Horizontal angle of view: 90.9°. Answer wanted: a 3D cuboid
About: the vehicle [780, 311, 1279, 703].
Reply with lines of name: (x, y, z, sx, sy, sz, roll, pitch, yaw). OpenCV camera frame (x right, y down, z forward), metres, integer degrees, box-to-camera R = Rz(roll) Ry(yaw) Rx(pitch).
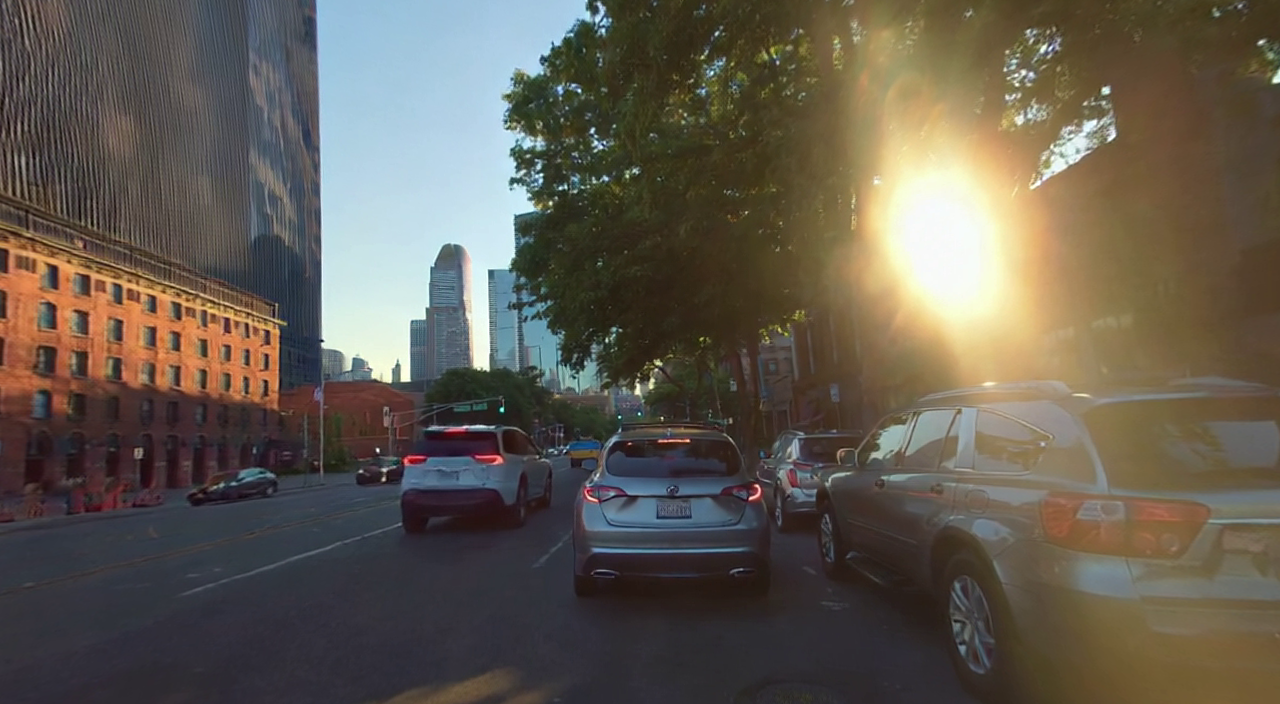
vehicle: (2.745, 1.109, 4.904, 2.117, 1.855, 4.794, 0, -9, -1)

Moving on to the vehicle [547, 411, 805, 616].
vehicle: (0.232, 1.554, 6.872, 2.045, 1.608, 3.573, 0, -9, -2)

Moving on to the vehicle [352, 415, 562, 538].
vehicle: (-3.135, 2.315, 12.451, 2.375, 1.847, 5.606, 0, -9, 1)

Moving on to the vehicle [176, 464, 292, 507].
vehicle: (-19.366, 6.353, 30.407, 2.274, 1.708, 4.863, 0, -9, 1)

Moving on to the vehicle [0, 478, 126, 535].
vehicle: (-22.641, 5.780, 24.046, 1.975, 1.698, 4.715, 0, -9, 2)
